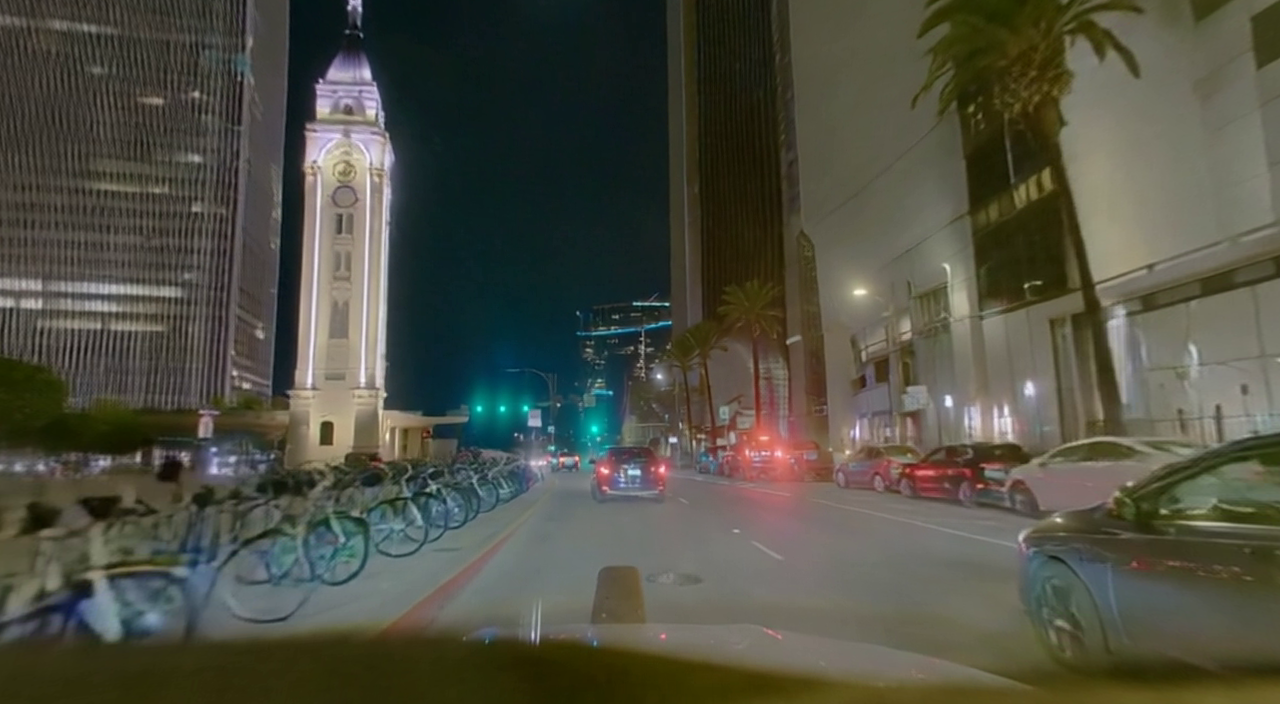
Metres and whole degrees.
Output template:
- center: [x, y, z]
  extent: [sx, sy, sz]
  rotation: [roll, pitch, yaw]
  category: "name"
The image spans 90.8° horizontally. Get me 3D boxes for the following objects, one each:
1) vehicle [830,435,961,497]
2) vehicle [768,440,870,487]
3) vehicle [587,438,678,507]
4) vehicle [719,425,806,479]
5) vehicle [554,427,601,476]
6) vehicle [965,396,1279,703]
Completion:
- center: [7.640, 3.449, 19.425]
  extent: [1.860, 1.684, 4.211]
  rotation: [1, -9, -6]
  category: "vehicle"
- center: [6.917, 4.367, 25.066]
  extent: [1.945, 1.623, 5.013]
  rotation: [1, -9, -8]
  category: "vehicle"
- center: [-0.334, 3.167, 17.017]
  extent: [2.111, 1.605, 3.832]
  rotation: [1, -9, -6]
  category: "vehicle"
- center: [5.954, 5.020, 31.656]
  extent: [2.377, 2.429, 5.532]
  rotation: [1, -9, -10]
  category: "vehicle"
- center: [-4.135, 6.409, 40.868]
  extent: [2.400, 2.872, 6.053]
  rotation: [2, -9, -12]
  category: "vehicle"
- center: [3.568, 0.899, 2.299]
  extent: [2.116, 1.500, 4.702]
  rotation: [0, -9, -2]
  category: "vehicle"
